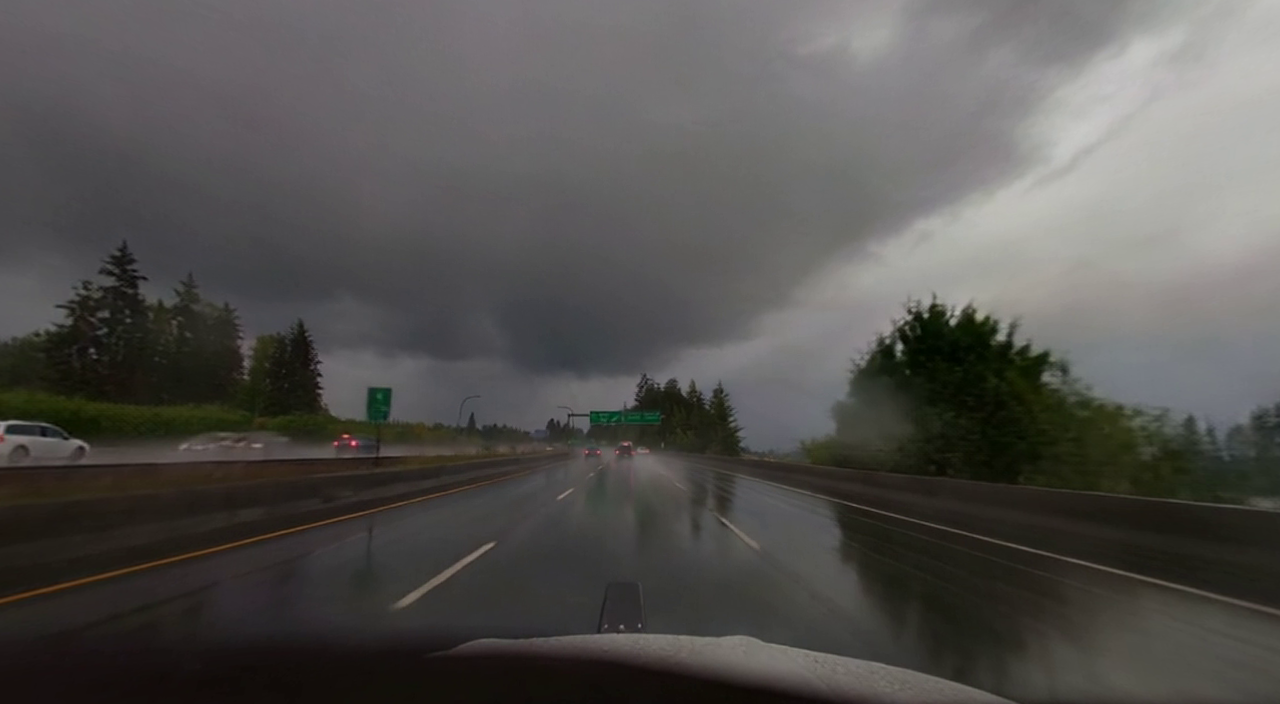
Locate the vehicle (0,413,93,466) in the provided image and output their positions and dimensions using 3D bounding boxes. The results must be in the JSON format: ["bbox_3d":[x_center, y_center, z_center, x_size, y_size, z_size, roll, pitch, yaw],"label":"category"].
[{"bbox_3d":[-19.181,2.669,19.114,1.879,1.492,3.607,0,-9,-1],"label":"vehicle"}]

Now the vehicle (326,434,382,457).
[{"bbox_3d":[-19.708,6.478,43.558,1.901,1.465,4.173,0,-9,0],"label":"vehicle"}]
